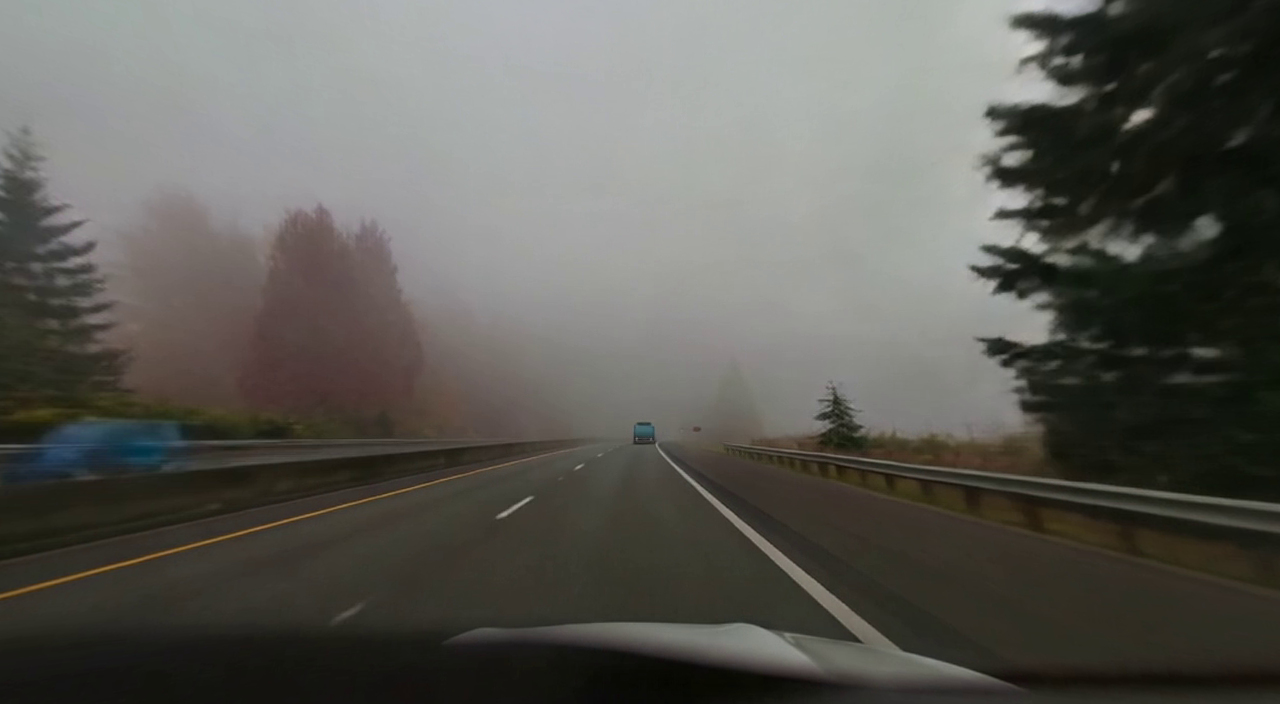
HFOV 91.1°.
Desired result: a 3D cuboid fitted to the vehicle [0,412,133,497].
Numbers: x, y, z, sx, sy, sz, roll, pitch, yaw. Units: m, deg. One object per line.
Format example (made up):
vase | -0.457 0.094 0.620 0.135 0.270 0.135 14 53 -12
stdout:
vehicle | -14.608 2.318 14.429 1.987 1.808 4.699 0 -8 0
